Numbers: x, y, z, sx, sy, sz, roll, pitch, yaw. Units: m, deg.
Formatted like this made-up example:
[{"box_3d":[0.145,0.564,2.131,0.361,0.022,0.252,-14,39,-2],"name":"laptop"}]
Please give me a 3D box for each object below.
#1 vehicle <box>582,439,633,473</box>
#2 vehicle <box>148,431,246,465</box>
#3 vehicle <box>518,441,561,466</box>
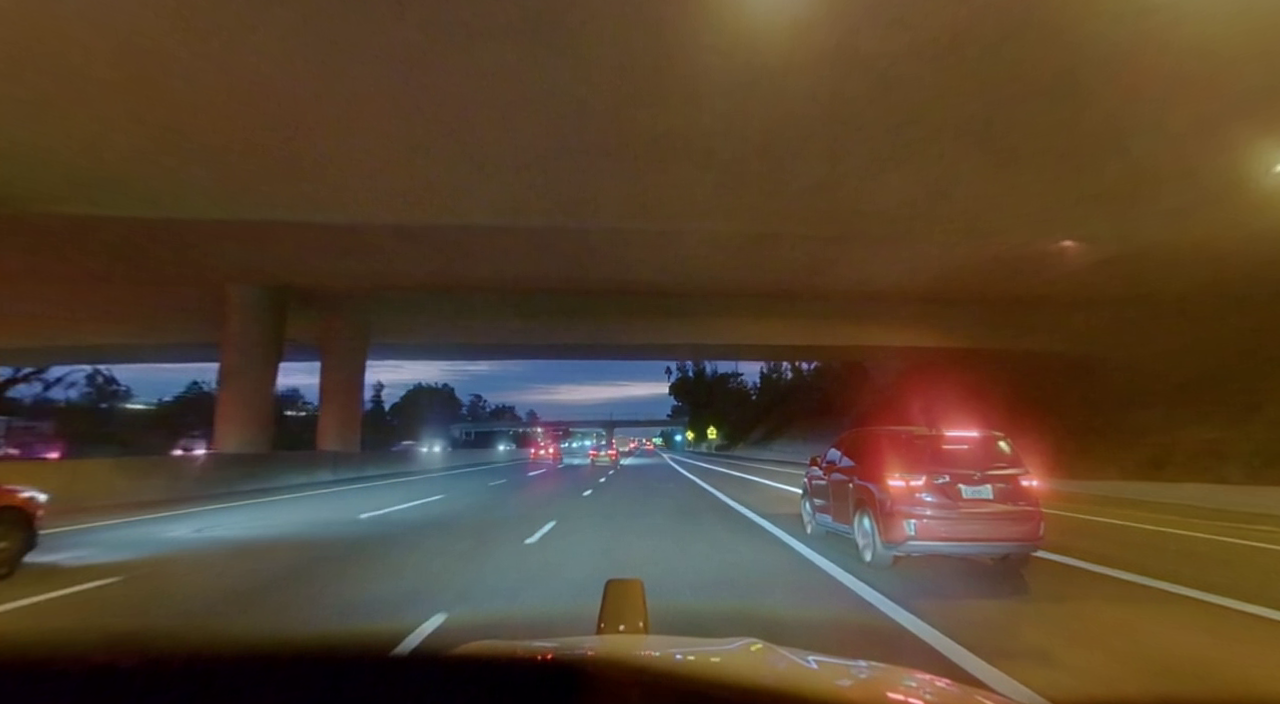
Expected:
[{"box_3d":[-1.613,5.450,33.281,2.210,1.628,4.586,-1,-8,3],"name":"vehicle"},{"box_3d":[-24.147,5.251,34.639,1.899,1.729,4.753,0,-8,0],"name":"vehicle"},{"box_3d":[-6.625,6.771,42.184,2.069,1.551,4.830,0,-8,1],"name":"vehicle"}]
